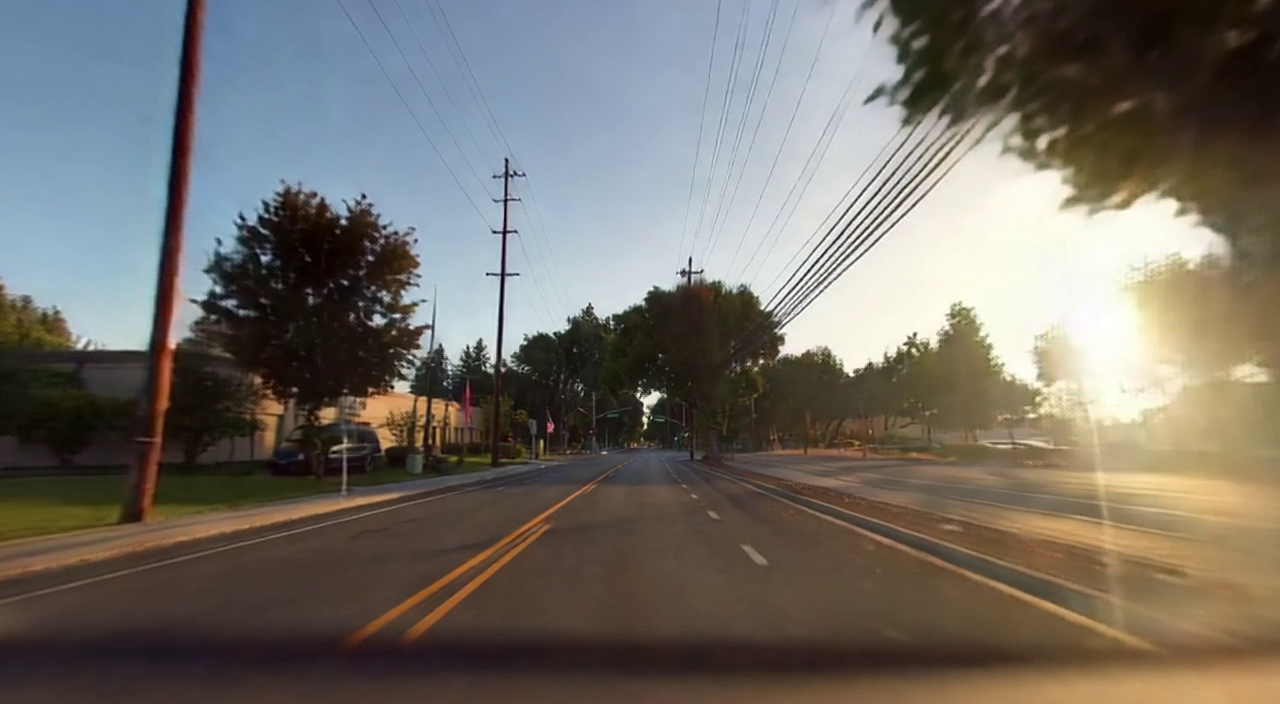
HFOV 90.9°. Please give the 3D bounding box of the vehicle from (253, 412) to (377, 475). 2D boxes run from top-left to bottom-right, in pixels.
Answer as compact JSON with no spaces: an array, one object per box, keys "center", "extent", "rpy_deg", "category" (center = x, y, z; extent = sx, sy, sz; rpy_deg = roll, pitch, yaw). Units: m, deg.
[{"center":[-13.064,3.749,25.896],"extent":[2.476,2.256,5.686],"rpy_deg":[0,-8,-5],"category":"vehicle"}]
